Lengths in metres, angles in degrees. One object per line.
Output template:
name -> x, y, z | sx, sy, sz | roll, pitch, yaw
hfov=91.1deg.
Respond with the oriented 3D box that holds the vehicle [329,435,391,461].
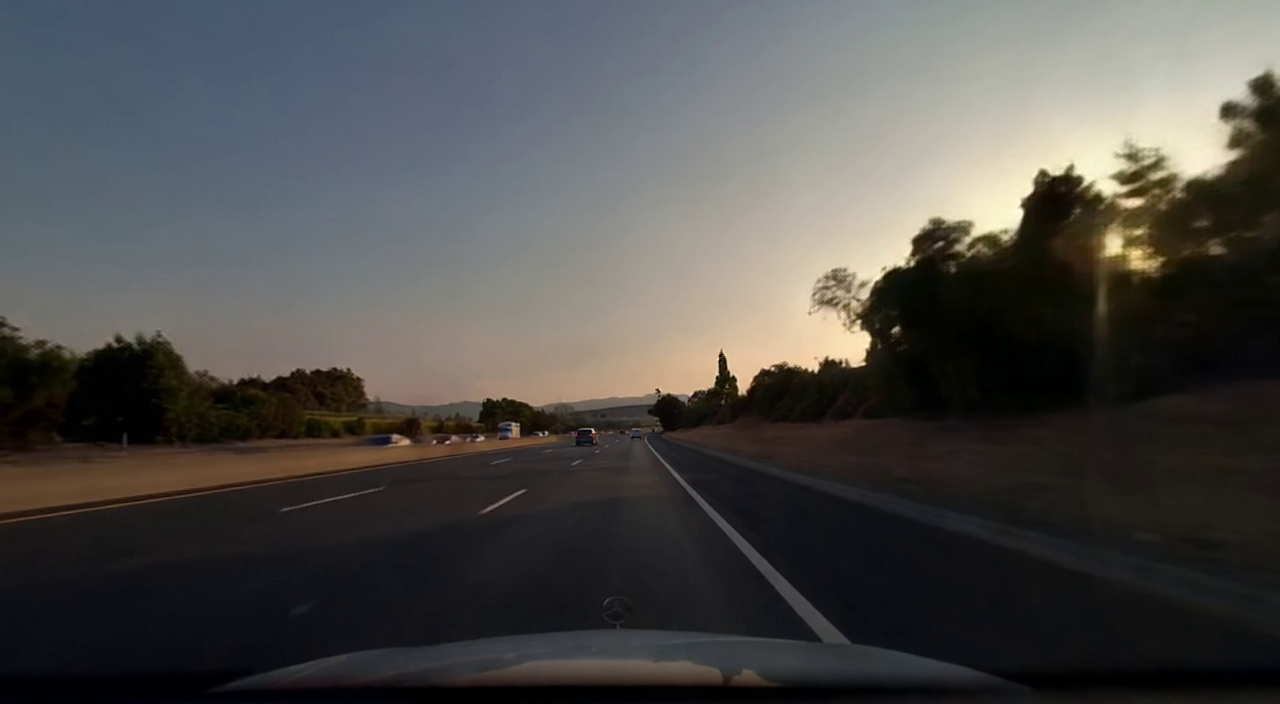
vehicle -> -16.426, 5.626, 37.068 | 1.881, 1.464, 4.047 | 0, -8, -1
